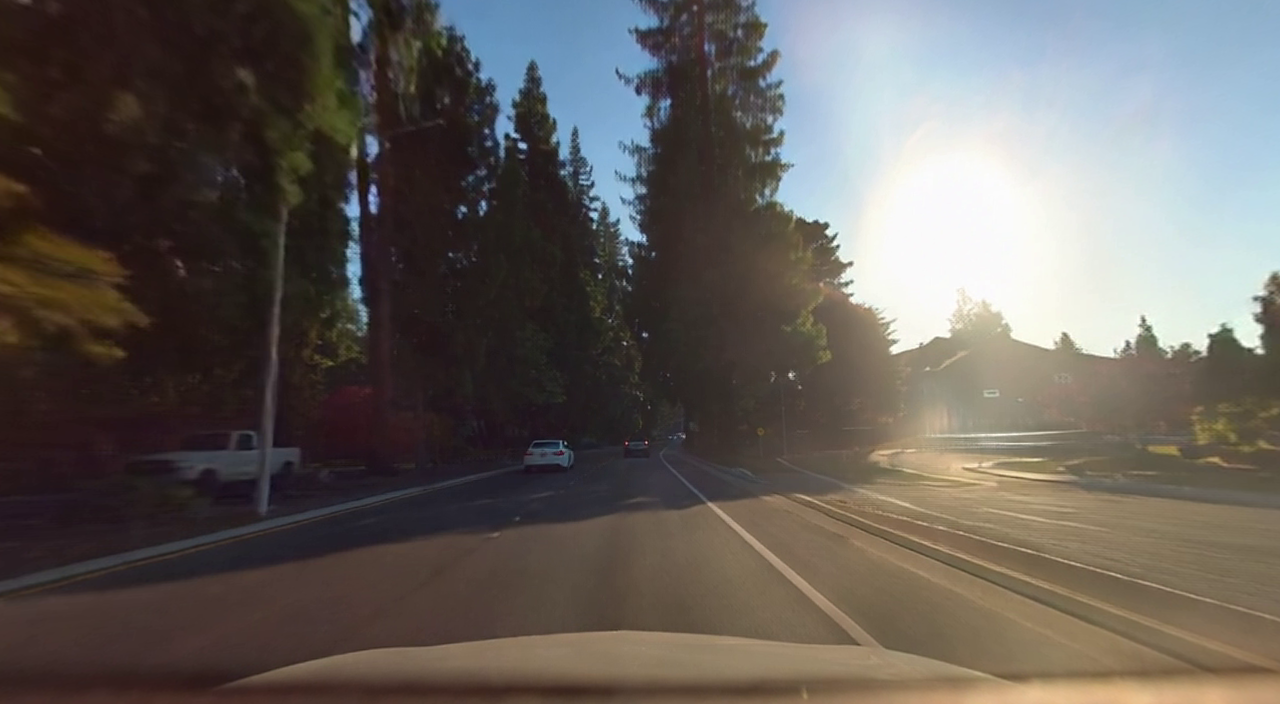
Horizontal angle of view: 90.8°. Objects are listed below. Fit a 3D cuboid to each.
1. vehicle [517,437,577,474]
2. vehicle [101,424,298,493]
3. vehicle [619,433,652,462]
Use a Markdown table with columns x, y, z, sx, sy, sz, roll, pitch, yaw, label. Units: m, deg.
| x | y | z | sx | sy | sz | roll | pitch | yaw | label |
| --- | --- | --- | --- | --- | --- | --- | --- | --- | --- |
| -3.909 | 4.432 | 27.300 | 1.917 | 1.448 | 4.178 | 0 | -8 | 1 | vehicle |
| -16.507 | 4.037 | 24.481 | 2.687 | 2.262 | 6.995 | 0 | -8 | -1 | vehicle |
| -0.295 | 6.149 | 40.919 | 2.018 | 1.769 | 3.897 | 0 | -8 | 0 | vehicle |
